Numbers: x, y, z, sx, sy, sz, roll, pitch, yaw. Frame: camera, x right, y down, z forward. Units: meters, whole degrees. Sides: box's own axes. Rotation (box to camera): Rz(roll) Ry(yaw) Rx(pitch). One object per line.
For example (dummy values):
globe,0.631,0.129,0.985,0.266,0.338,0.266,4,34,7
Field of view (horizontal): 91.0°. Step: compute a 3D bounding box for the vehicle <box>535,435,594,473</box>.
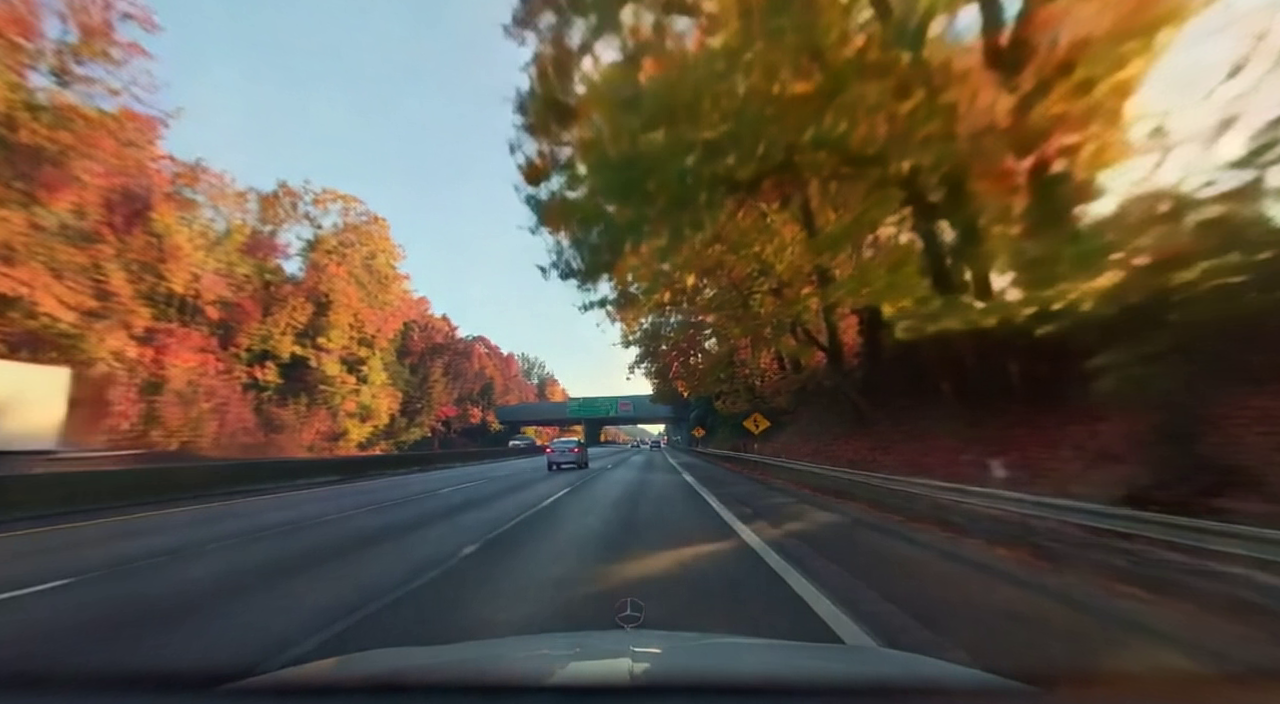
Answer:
vehicle,-3.524,4.863,30.260,2.123,1.643,4.479,0,-8,2
